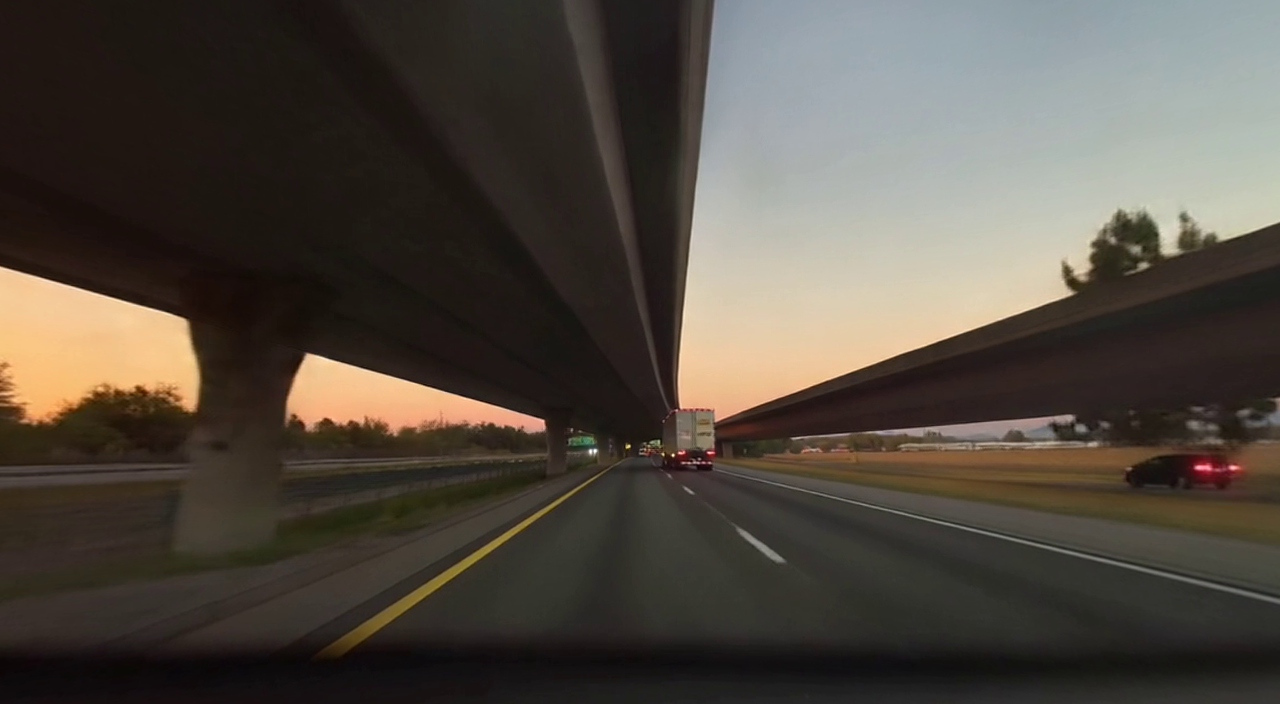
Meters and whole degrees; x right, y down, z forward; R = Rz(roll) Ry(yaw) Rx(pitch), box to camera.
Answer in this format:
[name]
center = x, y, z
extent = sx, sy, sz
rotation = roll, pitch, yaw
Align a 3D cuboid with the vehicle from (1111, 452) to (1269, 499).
[vehicle]
center = 19.349, 4.315, 22.439
extent = 1.836, 1.499, 3.936
rotation = 1, -9, -6
